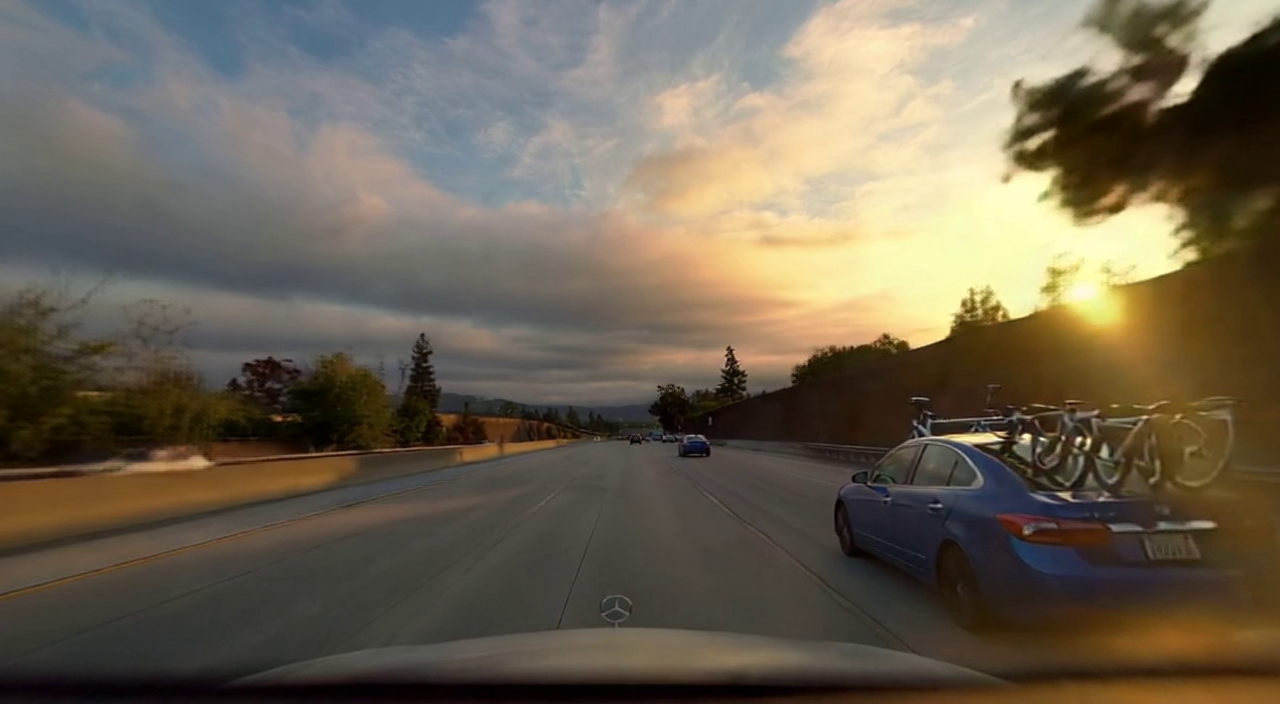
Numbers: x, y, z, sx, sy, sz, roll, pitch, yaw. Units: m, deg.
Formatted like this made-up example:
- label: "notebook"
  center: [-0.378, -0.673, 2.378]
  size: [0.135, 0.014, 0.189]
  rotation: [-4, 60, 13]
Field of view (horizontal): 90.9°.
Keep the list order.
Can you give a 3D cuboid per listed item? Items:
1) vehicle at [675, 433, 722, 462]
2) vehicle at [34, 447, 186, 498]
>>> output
- label: "vehicle"
  center: [3.011, 4.976, 33.069]
  size: [1.911, 1.449, 3.776]
  rotation: [0, -8, -3]
- label: "vehicle"
  center: [-17.420, 3.936, 20.976]
  size: [1.745, 1.427, 3.798]
  rotation: [0, -8, 0]
